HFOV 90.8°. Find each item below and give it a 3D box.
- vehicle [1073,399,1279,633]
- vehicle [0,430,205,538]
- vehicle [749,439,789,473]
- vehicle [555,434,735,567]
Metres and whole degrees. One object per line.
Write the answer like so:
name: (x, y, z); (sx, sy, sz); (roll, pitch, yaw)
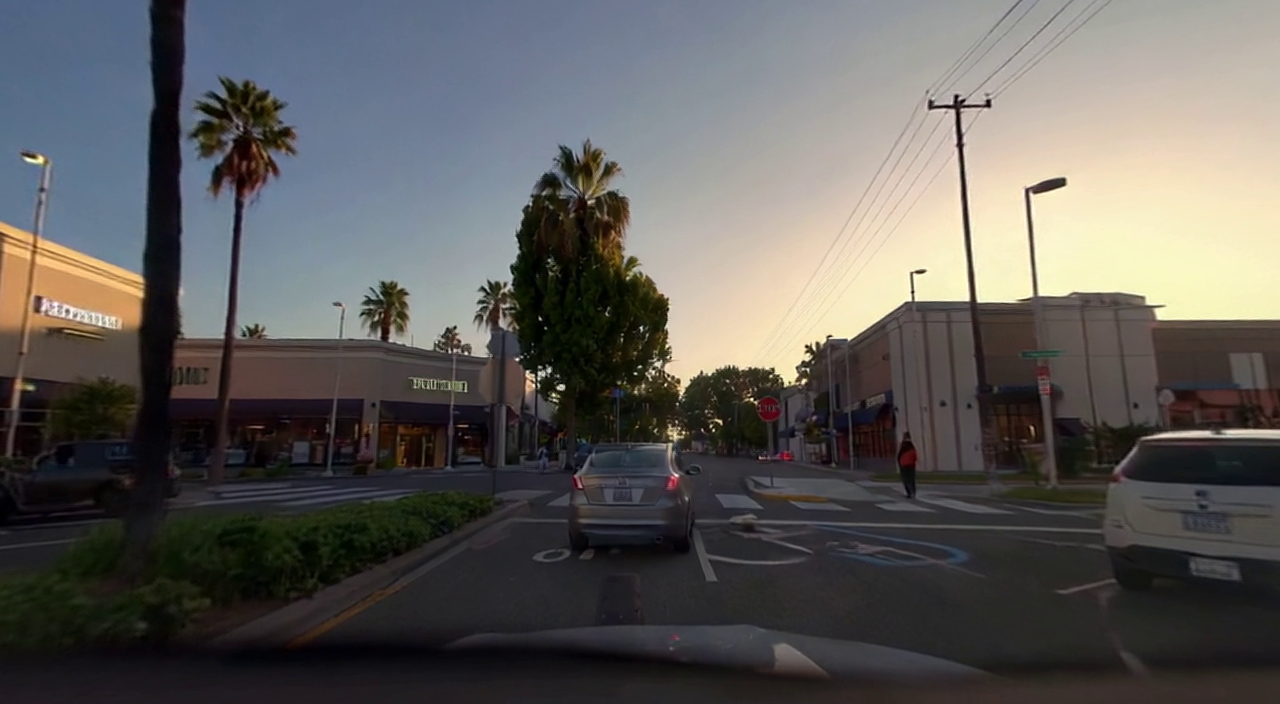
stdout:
vehicle: (6.101, 1.431, 6.285); (4.623, 1.650, 1.937); (8, -12, -44)
vehicle: (-10.797, 2.344, 11.550); (2.089, 1.731, 4.223); (-9, -12, 44)
vehicle: (9.466, 7.586, 46.394); (2.467, 2.369, 1.577); (4, -9, -37)
vehicle: (0.172, 1.980, 9.183); (2.031, 1.479, 3.969); (-1, -9, 4)
